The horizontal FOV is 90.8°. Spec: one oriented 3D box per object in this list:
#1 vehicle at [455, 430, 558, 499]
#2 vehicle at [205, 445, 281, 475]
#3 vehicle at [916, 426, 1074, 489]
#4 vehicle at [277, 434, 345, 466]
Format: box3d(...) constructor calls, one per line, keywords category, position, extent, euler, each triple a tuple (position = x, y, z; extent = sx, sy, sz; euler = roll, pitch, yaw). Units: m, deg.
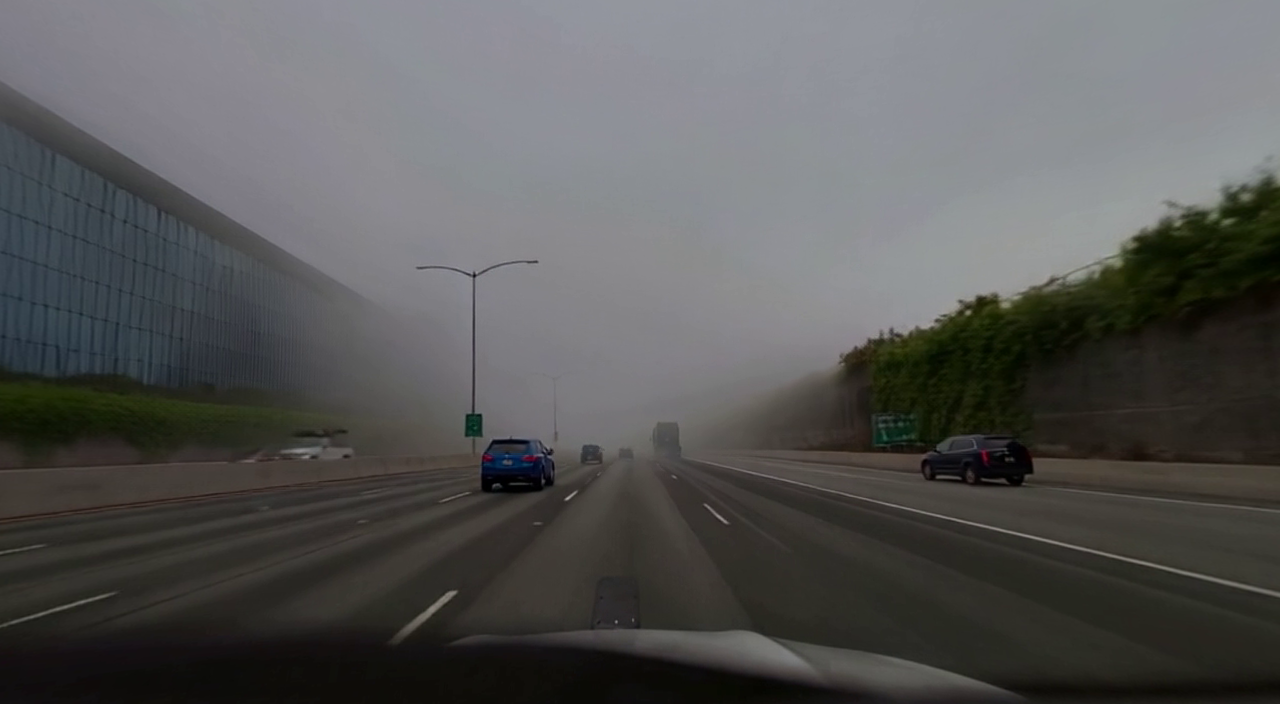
box3d(category="vehicle", position=(-3.622, 3.142, 17.976), extent=(2.039, 1.710, 4.237), euler=(0, -9, -1))
box3d(category="vehicle", position=(-20.461, 5.576, 32.712), extent=(1.654, 1.416, 3.481), euler=(-1, -9, 0))
box3d(category="vehicle", position=(11.278, 3.410, 20.655), extent=(2.089, 1.787, 5.080), euler=(0, -9, -1))
box3d(category="vehicle", position=(-24.020, 7.170, 46.398), extent=(2.223, 2.194, 5.208), euler=(0, -9, -1))
